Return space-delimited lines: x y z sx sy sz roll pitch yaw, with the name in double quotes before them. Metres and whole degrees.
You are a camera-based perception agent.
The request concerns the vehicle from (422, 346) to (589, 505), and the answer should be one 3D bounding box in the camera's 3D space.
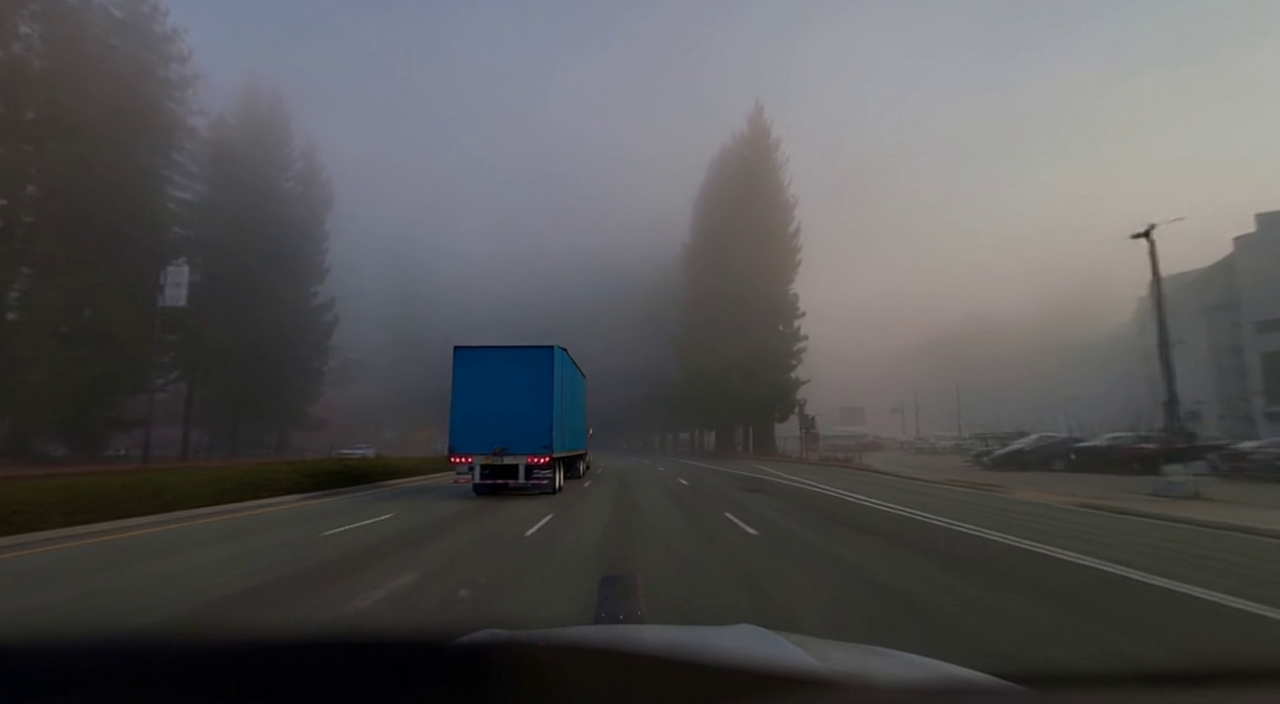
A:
"vehicle" -3.231 2.179 17.884 2.910 3.419 8.376 0 -8 0
